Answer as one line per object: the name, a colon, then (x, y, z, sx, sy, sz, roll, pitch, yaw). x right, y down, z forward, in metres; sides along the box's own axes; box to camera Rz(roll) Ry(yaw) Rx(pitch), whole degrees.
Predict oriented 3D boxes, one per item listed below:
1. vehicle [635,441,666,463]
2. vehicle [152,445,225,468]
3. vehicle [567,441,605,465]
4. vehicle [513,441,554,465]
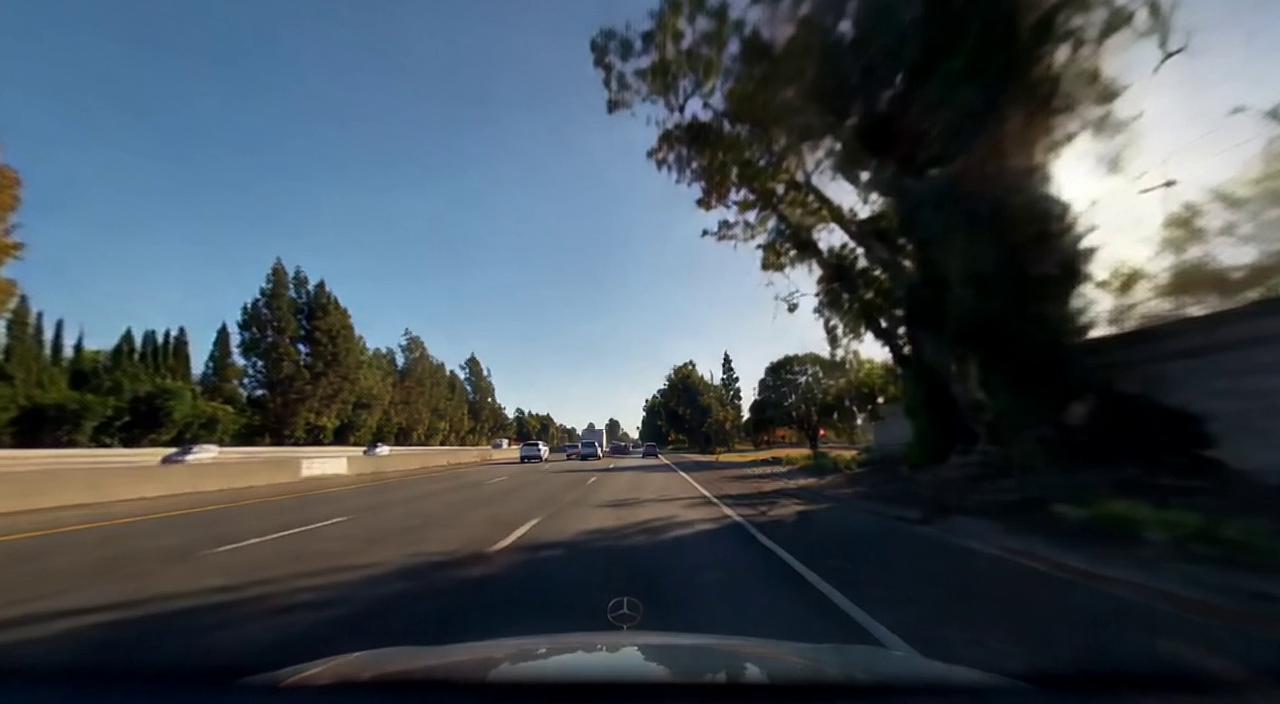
vehicle: (0.727, 7.035, 44.221, 2.057, 1.453, 3.926, 0, -8, 1)
vehicle: (-34.633, 8.002, 48.350, 2.022, 1.650, 4.937, 0, -8, -1)
vehicle: (-3.481, 6.592, 41.201, 2.046, 1.478, 4.111, 0, -8, 1)
vehicle: (-7.059, 6.700, 41.940, 1.936, 1.497, 4.251, 0, -8, 1)
